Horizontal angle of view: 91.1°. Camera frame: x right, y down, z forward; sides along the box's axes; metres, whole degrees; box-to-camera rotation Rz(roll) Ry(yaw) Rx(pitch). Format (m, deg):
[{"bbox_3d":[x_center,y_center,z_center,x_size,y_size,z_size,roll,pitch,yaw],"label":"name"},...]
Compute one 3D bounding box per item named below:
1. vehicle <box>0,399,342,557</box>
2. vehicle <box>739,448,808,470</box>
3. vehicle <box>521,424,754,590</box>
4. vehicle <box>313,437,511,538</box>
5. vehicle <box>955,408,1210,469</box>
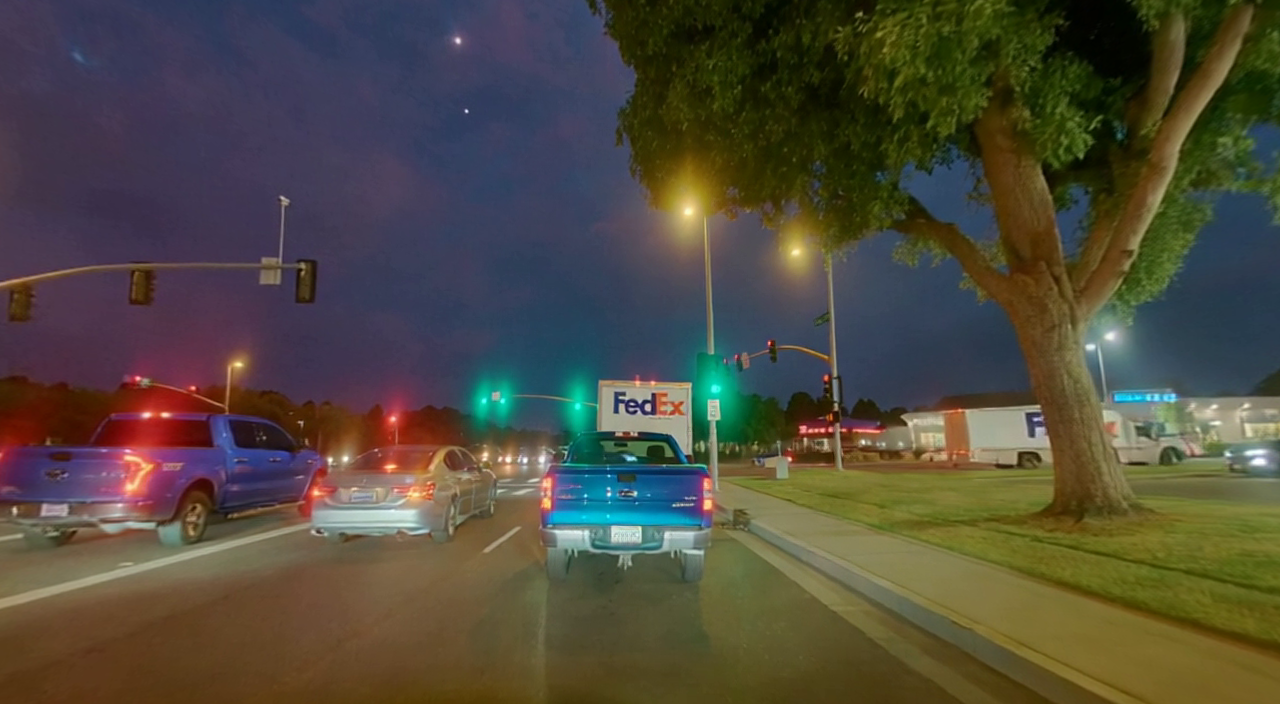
[{"bbox_3d":[-7.285,1.926,10.392,2.125,1.893,5.498,0,-9,-2],"label":"vehicle"},{"bbox_3d":[10.255,8.230,48.347,4.805,1.498,1.889,0,-7,-5],"label":"vehicle"},{"bbox_3d":[-0.029,1.760,8.017,2.145,1.513,4.269,0,-9,0],"label":"vehicle"},{"bbox_3d":[-3.867,2.364,11.637,1.949,1.487,4.390,0,-9,1],"label":"vehicle"},{"bbox_3d":[25.908,5.158,37.150,12.889,3.380,3.345,1,-9,-4],"label":"vehicle"}]
